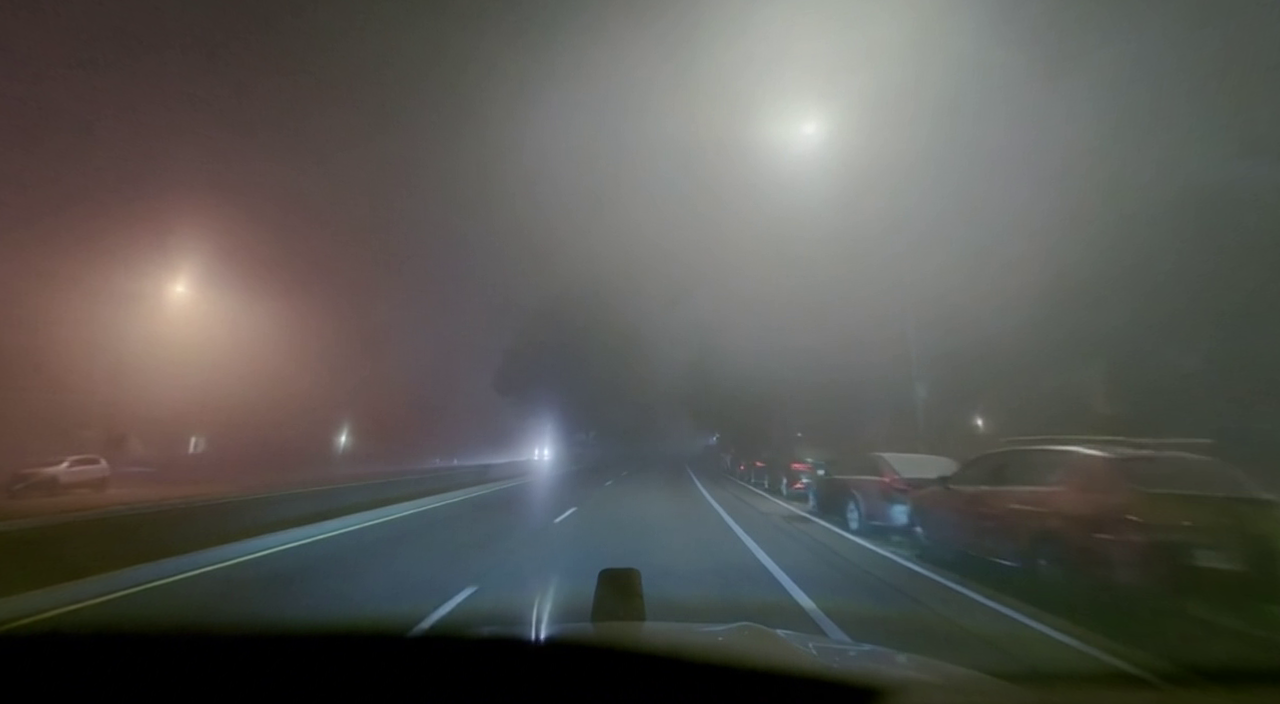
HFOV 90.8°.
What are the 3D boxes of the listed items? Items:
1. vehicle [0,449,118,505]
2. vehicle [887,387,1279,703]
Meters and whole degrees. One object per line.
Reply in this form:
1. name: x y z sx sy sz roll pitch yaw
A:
1. vehicle: -23.128 4.704 24.134 2.171 1.745 4.867 -2 -7 1
2. vehicle: 4.118 1.345 5.576 1.957 1.657 4.452 0 -9 -2
